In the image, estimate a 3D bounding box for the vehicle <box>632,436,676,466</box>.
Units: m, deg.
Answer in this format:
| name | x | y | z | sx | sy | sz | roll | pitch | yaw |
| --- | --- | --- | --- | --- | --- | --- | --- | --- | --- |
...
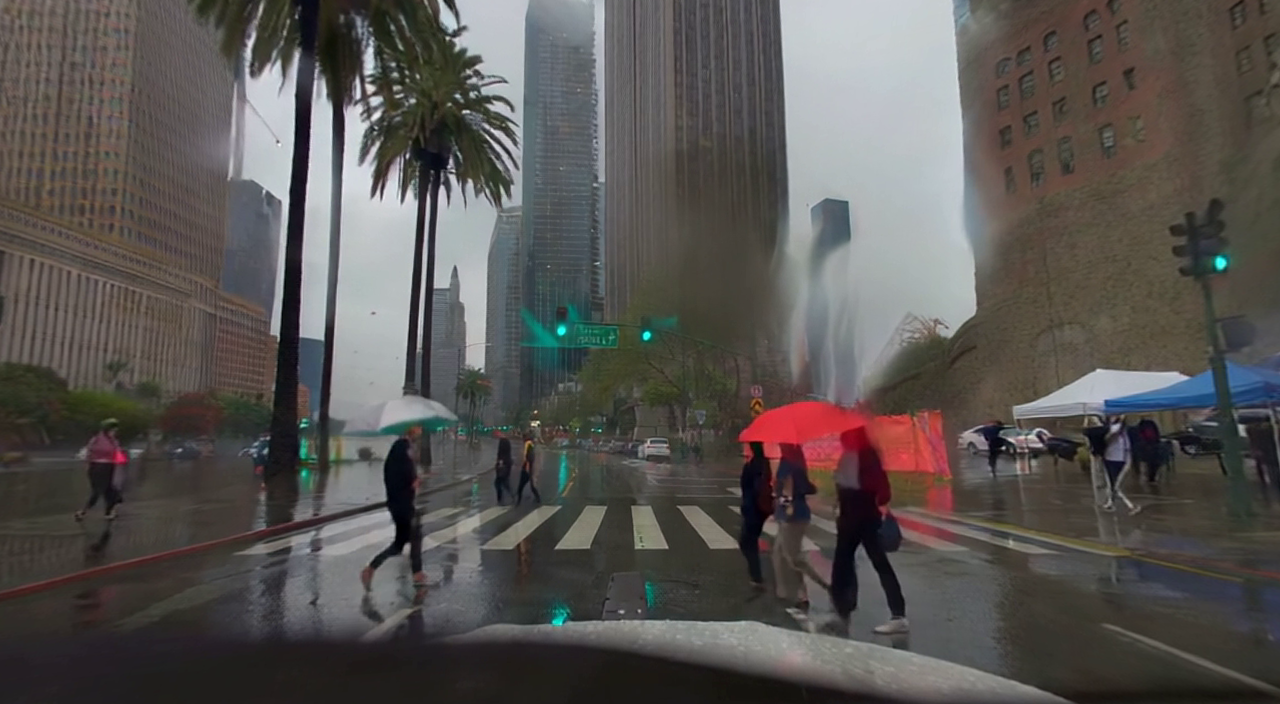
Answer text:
| name | x | y | z | sx | sy | sz | roll | pitch | yaw |
| --- | --- | --- | --- | --- | --- | --- | --- | --- | --- |
| vehicle | 0.936 | 7.282 | 46.565 | 2.322 | 2.071 | 5.366 | 1 | -9 | -9 |
